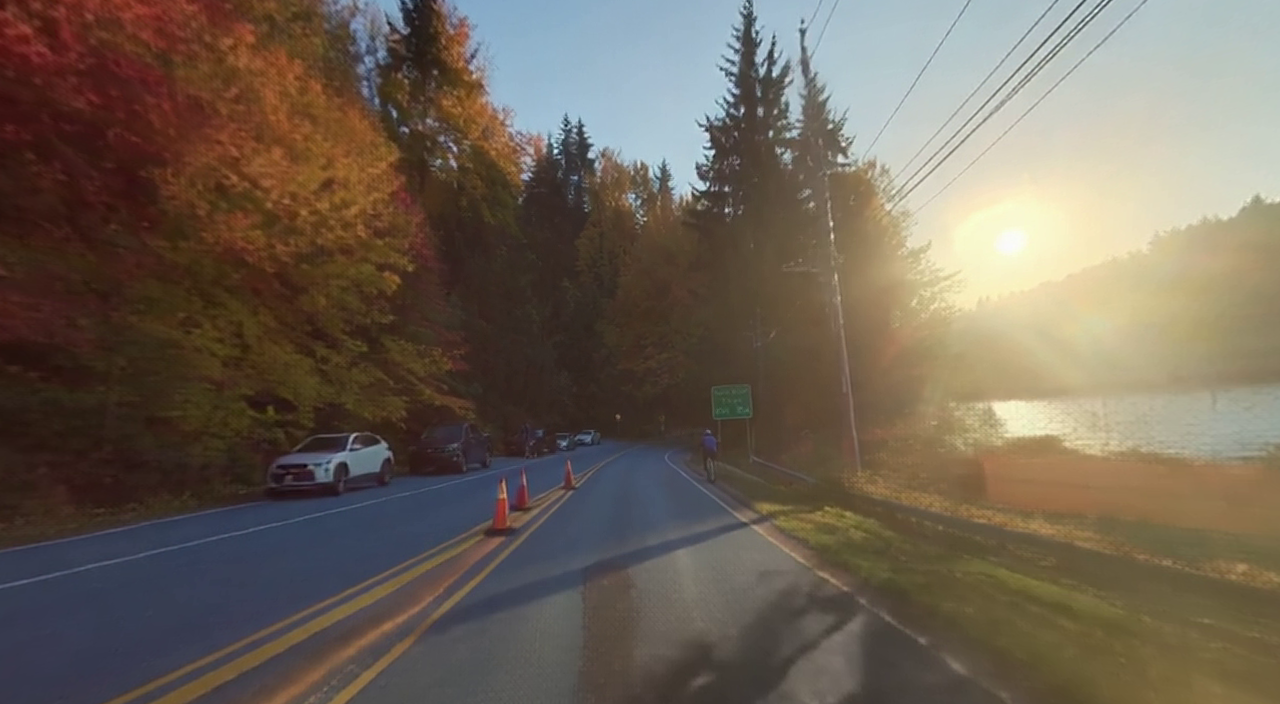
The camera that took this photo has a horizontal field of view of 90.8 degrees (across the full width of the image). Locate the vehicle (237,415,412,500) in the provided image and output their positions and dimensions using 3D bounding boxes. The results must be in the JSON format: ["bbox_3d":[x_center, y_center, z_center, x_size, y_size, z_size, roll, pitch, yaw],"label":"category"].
[{"bbox_3d":[-7.739,2.617,16.119,1.991,1.759,4.443,-3,-8,4],"label":"vehicle"}]

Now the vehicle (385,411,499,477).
[{"bbox_3d":[-7.273,3.488,23.964,2.312,2.075,5.748,-3,-9,2],"label":"vehicle"}]

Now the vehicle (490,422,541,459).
[{"bbox_3d":[-7.288,5.277,37.484,1.955,1.908,4.680,-5,-9,0],"label":"vehicle"}]
